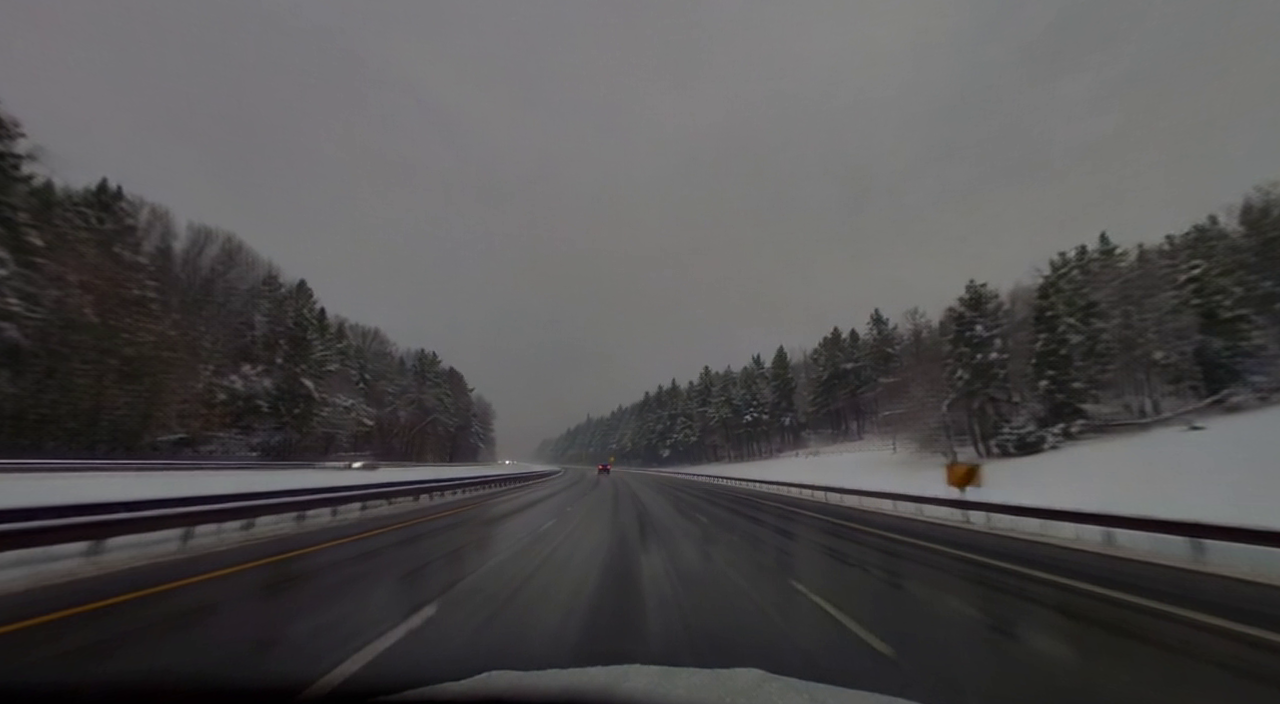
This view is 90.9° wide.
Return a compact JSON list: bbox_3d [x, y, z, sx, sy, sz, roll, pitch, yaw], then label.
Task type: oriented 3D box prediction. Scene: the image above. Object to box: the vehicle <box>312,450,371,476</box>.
[{"bbox_3d":[-17.840,6.692,37.861,1.755,1.425,3.768,1,-10,-1],"label":"vehicle"}]
